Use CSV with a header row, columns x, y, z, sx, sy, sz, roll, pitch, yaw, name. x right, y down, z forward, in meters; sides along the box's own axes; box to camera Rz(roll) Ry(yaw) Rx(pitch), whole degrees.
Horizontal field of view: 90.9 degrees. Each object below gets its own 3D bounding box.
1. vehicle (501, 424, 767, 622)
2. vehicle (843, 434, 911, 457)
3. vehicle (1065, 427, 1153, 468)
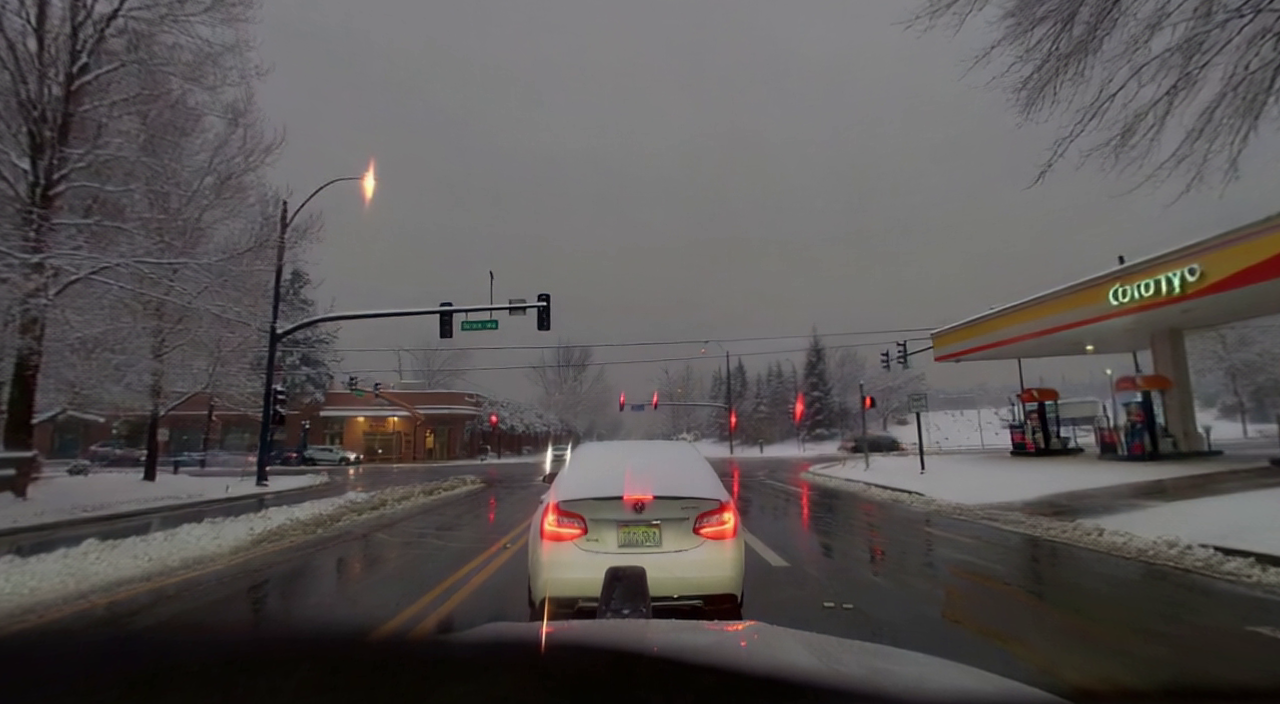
x,y,z,sx,sy,sz,roll,pitch,yaw,name
-0.045,1.601,6.889,2.010,1.482,4.057,0,-8,0,vehicle
16.344,6.491,43.621,3.975,1.563,1.755,-1,-8,4,vehicle
18.569,3.757,24.889,4.091,1.495,2.053,8,-12,-44,vehicle
